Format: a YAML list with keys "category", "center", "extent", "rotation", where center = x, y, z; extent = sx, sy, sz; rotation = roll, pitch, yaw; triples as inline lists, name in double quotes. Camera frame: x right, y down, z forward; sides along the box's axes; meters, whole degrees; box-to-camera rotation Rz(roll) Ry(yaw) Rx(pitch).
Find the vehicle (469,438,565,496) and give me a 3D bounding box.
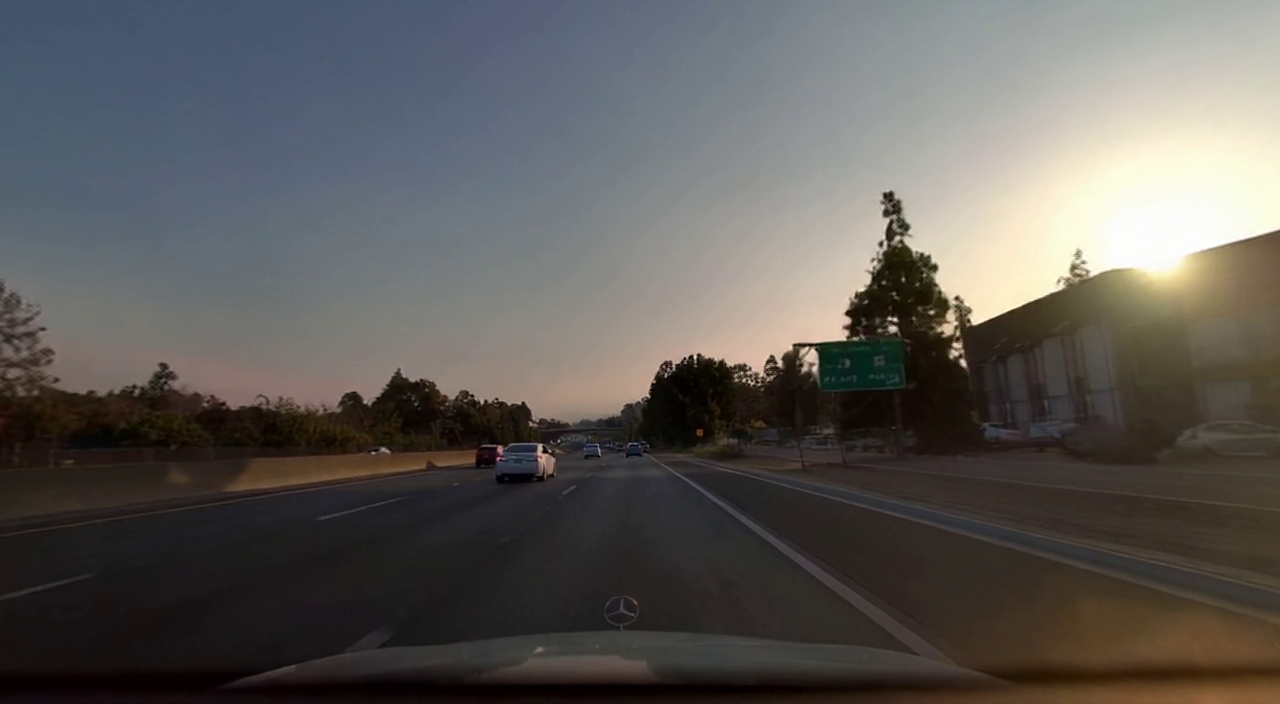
- category: "vehicle"
  center: [-3.364, 3.223, 18.126]
  extent: [1.920, 1.463, 4.134]
  rotation: [0, -8, 0]
